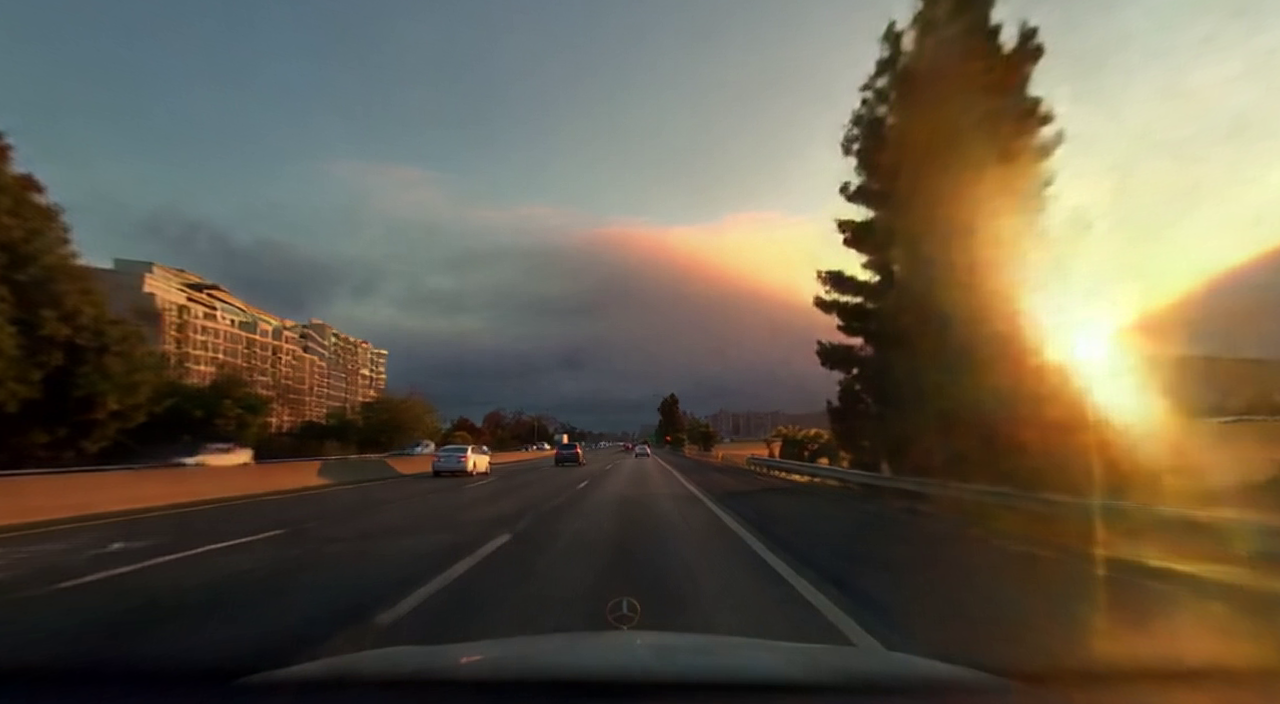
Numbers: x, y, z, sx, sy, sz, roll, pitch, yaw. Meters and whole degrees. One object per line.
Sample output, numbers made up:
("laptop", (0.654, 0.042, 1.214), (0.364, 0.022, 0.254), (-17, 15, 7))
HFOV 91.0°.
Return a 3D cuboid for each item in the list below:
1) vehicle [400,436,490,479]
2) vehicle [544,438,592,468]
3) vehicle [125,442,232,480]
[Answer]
("vehicle", (-7.566, 4.126, 24.976), (2.034, 1.523, 4.627), (0, -9, 1))
("vehicle", (-4.012, 5.725, 35.871), (2.083, 1.588, 4.801), (0, -8, 1))
("vehicle", (-22.906, 5.422, 31.517), (1.942, 1.734, 4.387), (0, -9, 1))
